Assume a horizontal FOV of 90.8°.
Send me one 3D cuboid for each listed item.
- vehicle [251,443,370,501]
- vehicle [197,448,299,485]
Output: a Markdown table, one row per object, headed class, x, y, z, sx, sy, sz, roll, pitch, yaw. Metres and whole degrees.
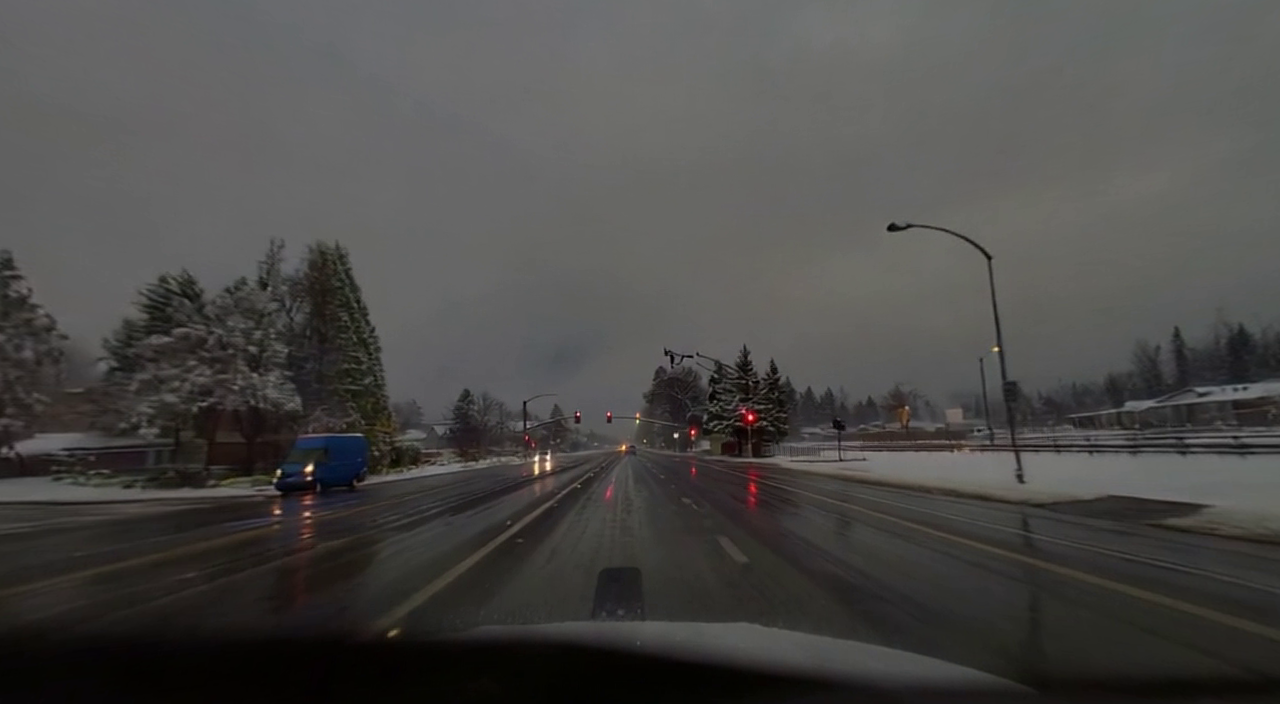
| class | x | y | z | sx | sy | sz | roll | pitch | yaw |
| --- | --- | --- | --- | --- | --- | --- | --- | --- | --- |
| vehicle | -13.807 | 5.001 | 26.936 | 2.346 | 2.217 | 5.290 | 0 | -8 | -2 |
| vehicle | -21.371 | 6.222 | 34.542 | 4.323 | 1.678 | 1.890 | -2 | -7 | -2 |
